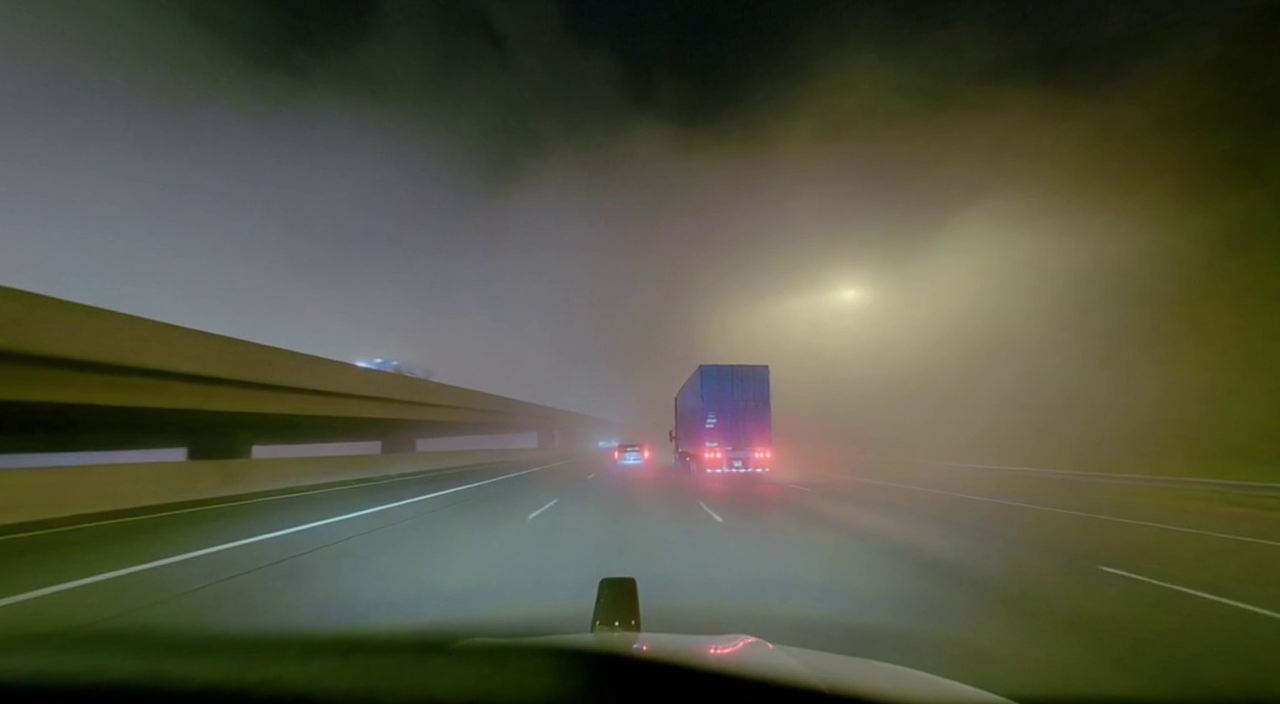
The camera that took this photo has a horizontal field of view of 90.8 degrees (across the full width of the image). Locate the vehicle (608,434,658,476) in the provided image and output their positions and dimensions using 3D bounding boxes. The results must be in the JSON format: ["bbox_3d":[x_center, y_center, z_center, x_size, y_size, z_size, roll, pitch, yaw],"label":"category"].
[{"bbox_3d":[-0.282,4.577,28.235,2.077,1.716,4.514,0,-9,0],"label":"vehicle"}]

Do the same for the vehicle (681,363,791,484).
[{"bbox_3d":[3.533,3.125,26.326,2.964,4.063,10.072,0,-9,0],"label":"vehicle"}]
